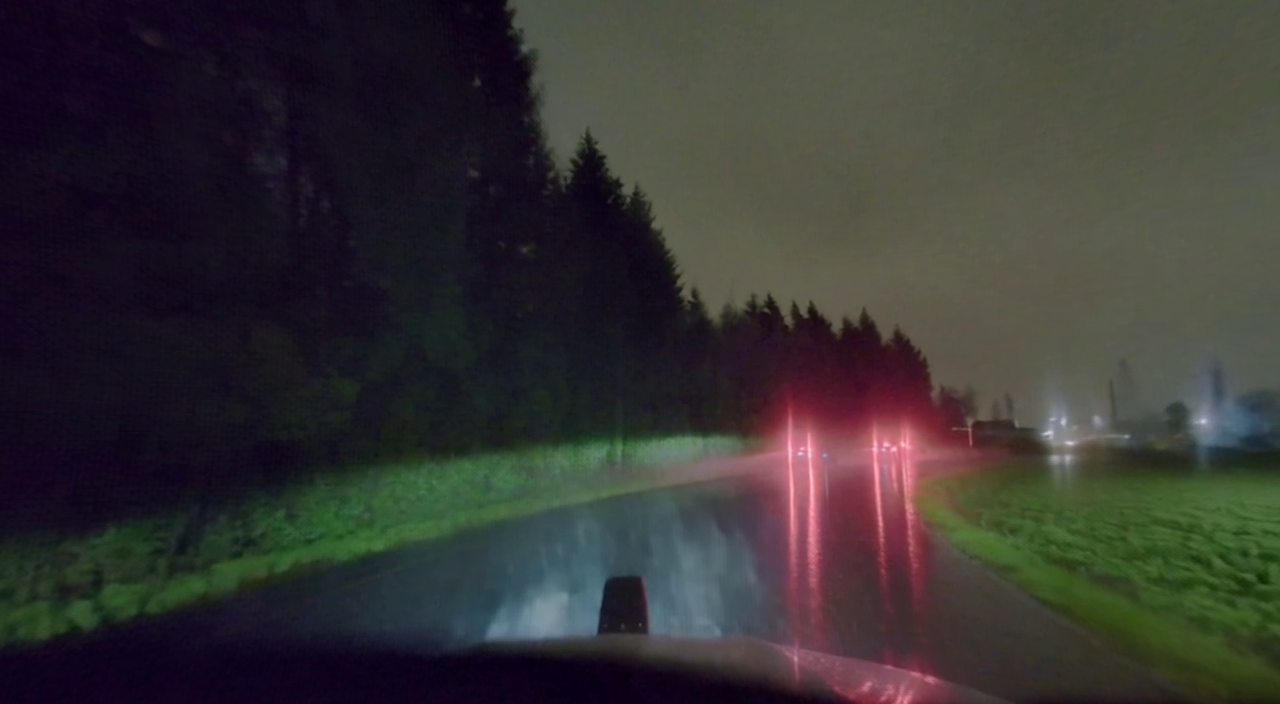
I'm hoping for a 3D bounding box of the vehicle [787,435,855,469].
[{"bbox_3d":[10.354,5.665,35.800,1.988,1.789,4.257,-6,-11,42],"label":"vehicle"}]
